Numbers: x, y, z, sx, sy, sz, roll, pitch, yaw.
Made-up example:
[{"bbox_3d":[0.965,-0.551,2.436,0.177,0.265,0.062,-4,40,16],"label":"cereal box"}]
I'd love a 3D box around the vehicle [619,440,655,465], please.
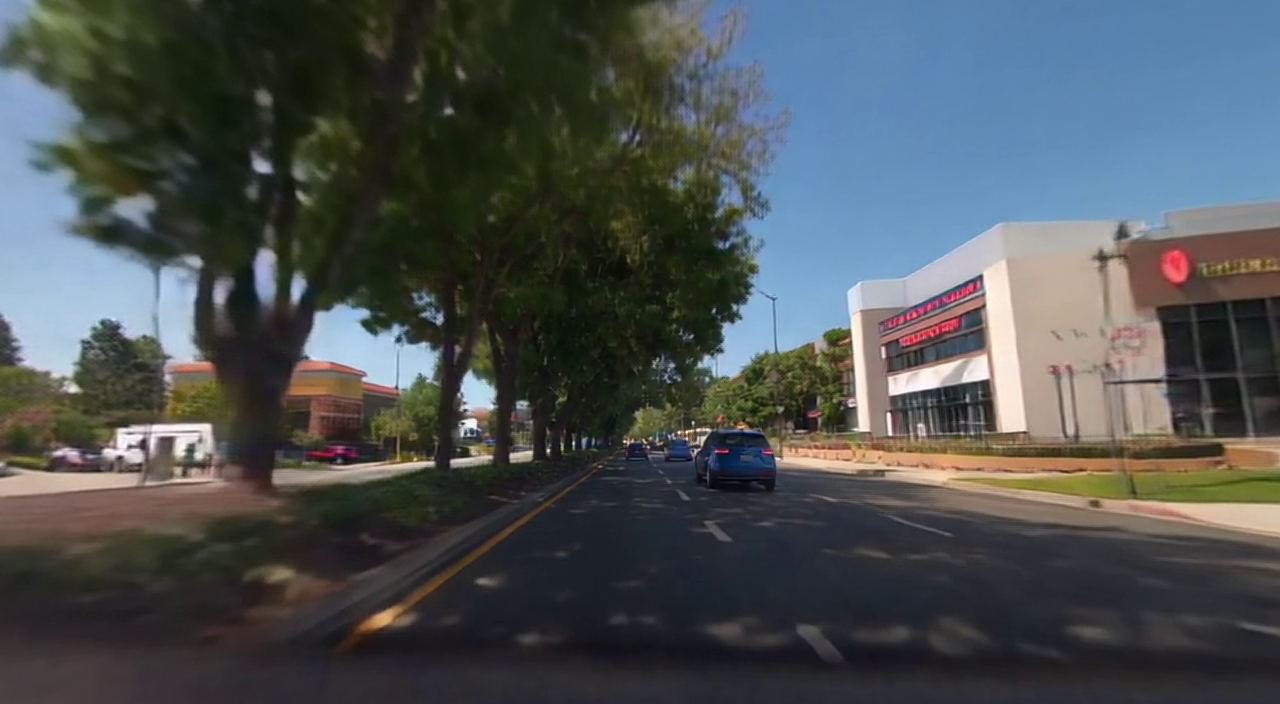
[{"bbox_3d":[-0.209,6.088,38.353,2.056,1.440,3.798,0,-8,-1],"label":"vehicle"}]

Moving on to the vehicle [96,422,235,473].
[{"bbox_3d":[-27.005,5.432,36.135,5.905,2.803,2.261,0,-8,-2],"label":"vehicle"}]

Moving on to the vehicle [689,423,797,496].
[{"bbox_3d":[2.774,3.050,18.254,2.140,1.811,4.593,0,-8,-2],"label":"vehicle"}]

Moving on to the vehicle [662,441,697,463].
[{"bbox_3d":[2.558,6.602,41.757,1.970,1.402,3.756,0,-8,-2],"label":"vehicle"}]
